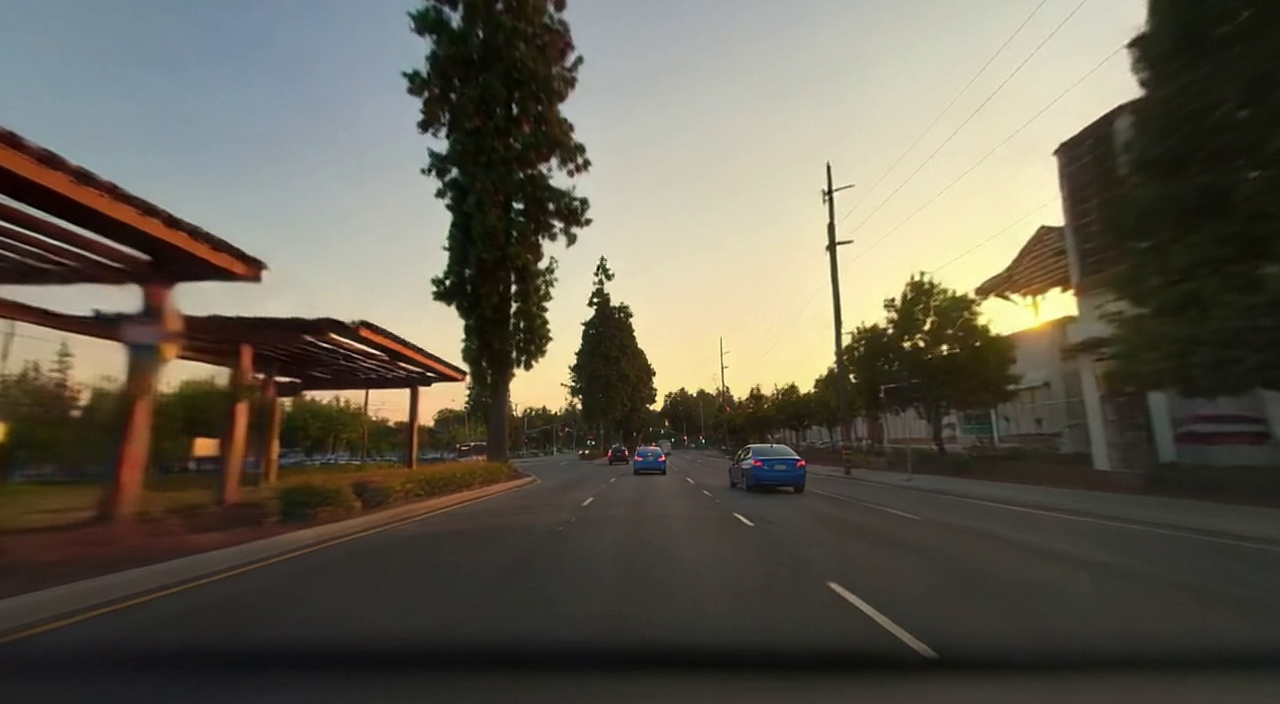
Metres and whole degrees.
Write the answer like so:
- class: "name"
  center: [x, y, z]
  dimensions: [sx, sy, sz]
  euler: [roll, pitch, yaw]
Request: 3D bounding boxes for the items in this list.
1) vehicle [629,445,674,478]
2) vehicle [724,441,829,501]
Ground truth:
- class: "vehicle"
  center: [0.566, 5.549, 32.144]
  dimensions: [2.144, 1.505, 4.128]
  euler: [-1, -9, 0]
- class: "vehicle"
  center: [3.804, 3.401, 18.414]
  dimensions: [2.067, 1.497, 4.327]
  euler: [0, -9, 0]
